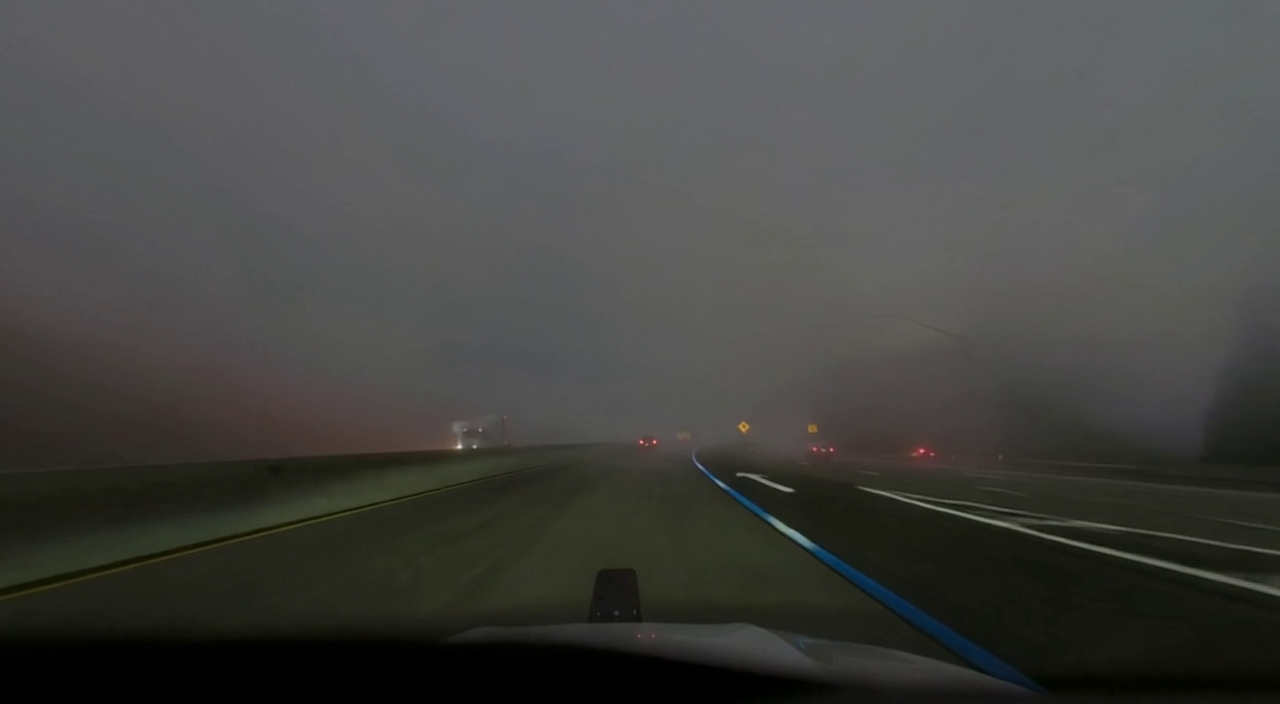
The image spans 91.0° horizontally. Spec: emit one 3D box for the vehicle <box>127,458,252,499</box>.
[{"bbox_3d":[-15.787,4.428,22.318,1.651,1.224,3.682,-1,-8,1],"label":"vehicle"}]
